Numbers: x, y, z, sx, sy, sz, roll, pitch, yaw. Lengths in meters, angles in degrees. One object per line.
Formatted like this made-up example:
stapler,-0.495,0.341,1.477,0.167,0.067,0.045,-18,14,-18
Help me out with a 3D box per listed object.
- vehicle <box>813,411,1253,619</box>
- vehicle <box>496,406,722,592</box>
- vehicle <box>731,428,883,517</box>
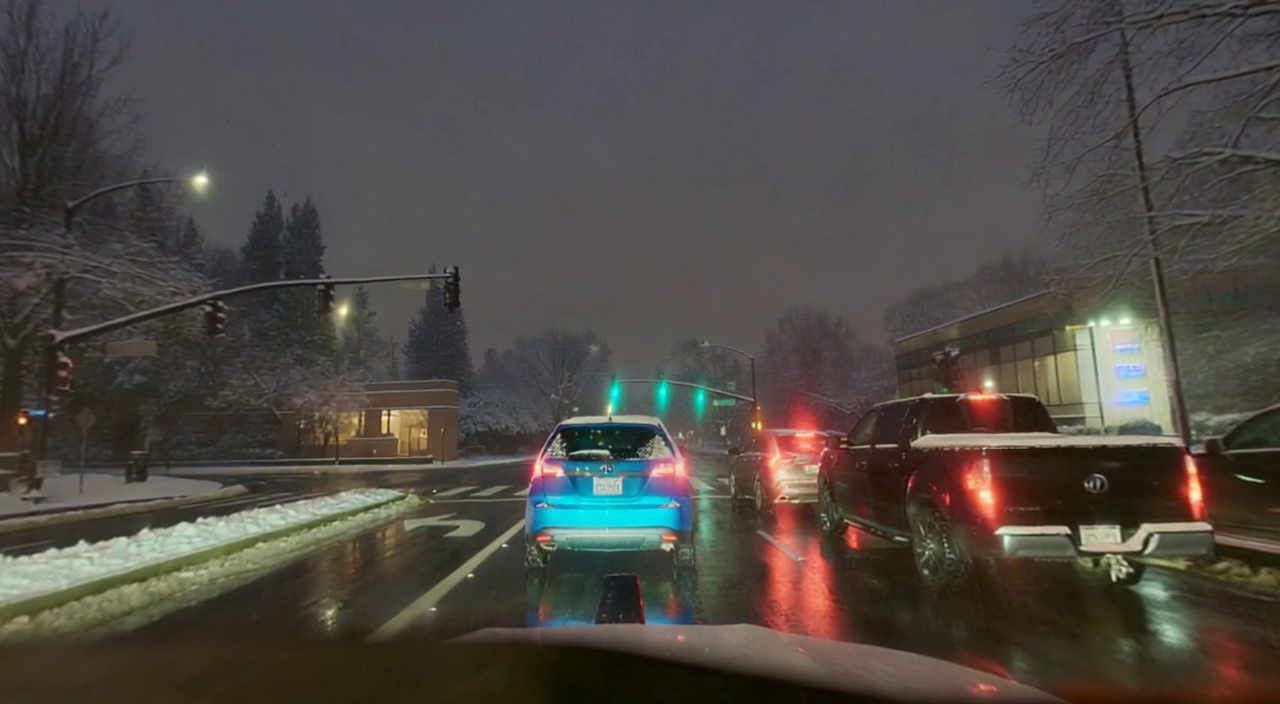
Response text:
vehicle,3.600,1.568,7.118,1.955,1.550,4.587,0,-8,-1
vehicle,-0.274,1.608,7.646,2.037,1.674,3.693,0,-8,0
vehicle,3.376,2.529,13.780,2.031,1.626,4.264,0,-8,-1
